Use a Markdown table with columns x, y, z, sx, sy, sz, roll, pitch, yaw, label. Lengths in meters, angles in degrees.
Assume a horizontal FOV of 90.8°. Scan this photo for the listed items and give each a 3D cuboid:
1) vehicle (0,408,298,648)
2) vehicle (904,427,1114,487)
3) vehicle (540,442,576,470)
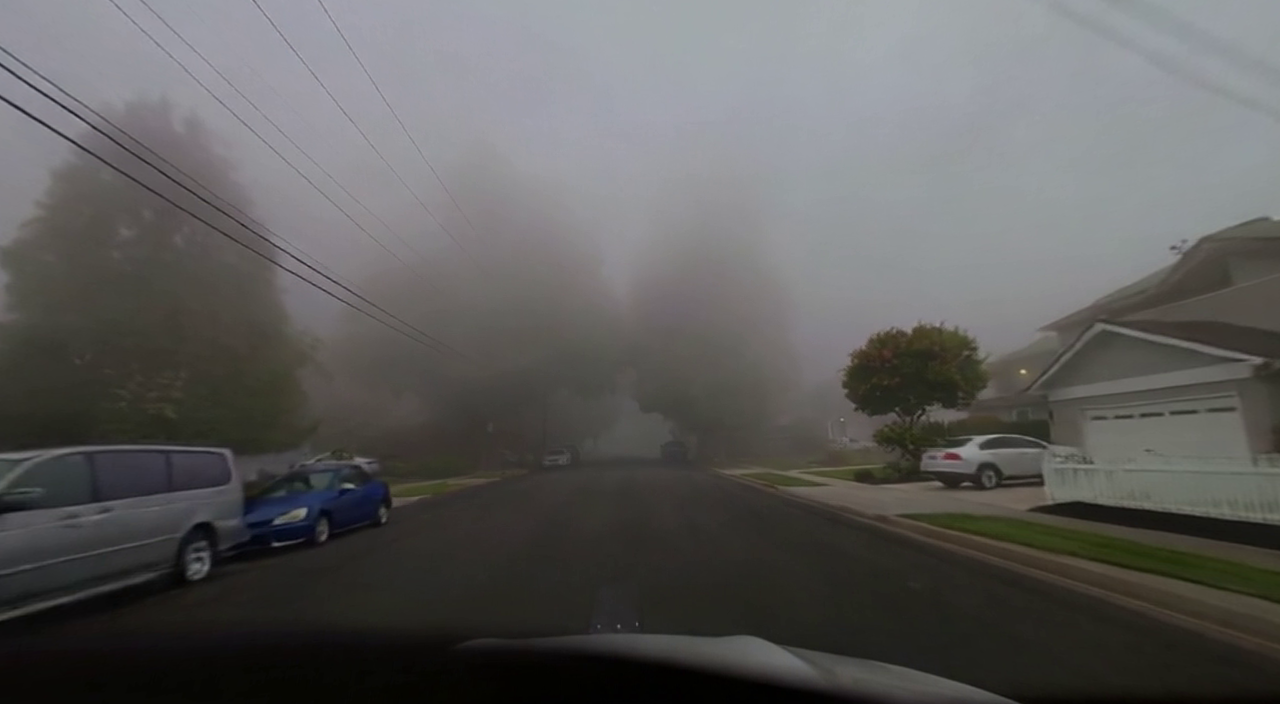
| x | y | z | sx | sy | sz | roll | pitch | yaw | label |
| --- | --- | --- | --- | --- | --- | --- | --- | --- | --- |
| -5.829 | 1.591 | 6.253 | 2.015 | 1.766 | 5.450 | -3 | -8 | -2 | vehicle |
| 10.228 | 2.956 | 17.802 | 4.629 | 1.504 | 1.945 | -1 | -9 | -1 | vehicle |
| -6.341 | 8.032 | 49.169 | 2.050 | 1.911 | 4.852 | -3 | -7 | 0 | vehicle |
